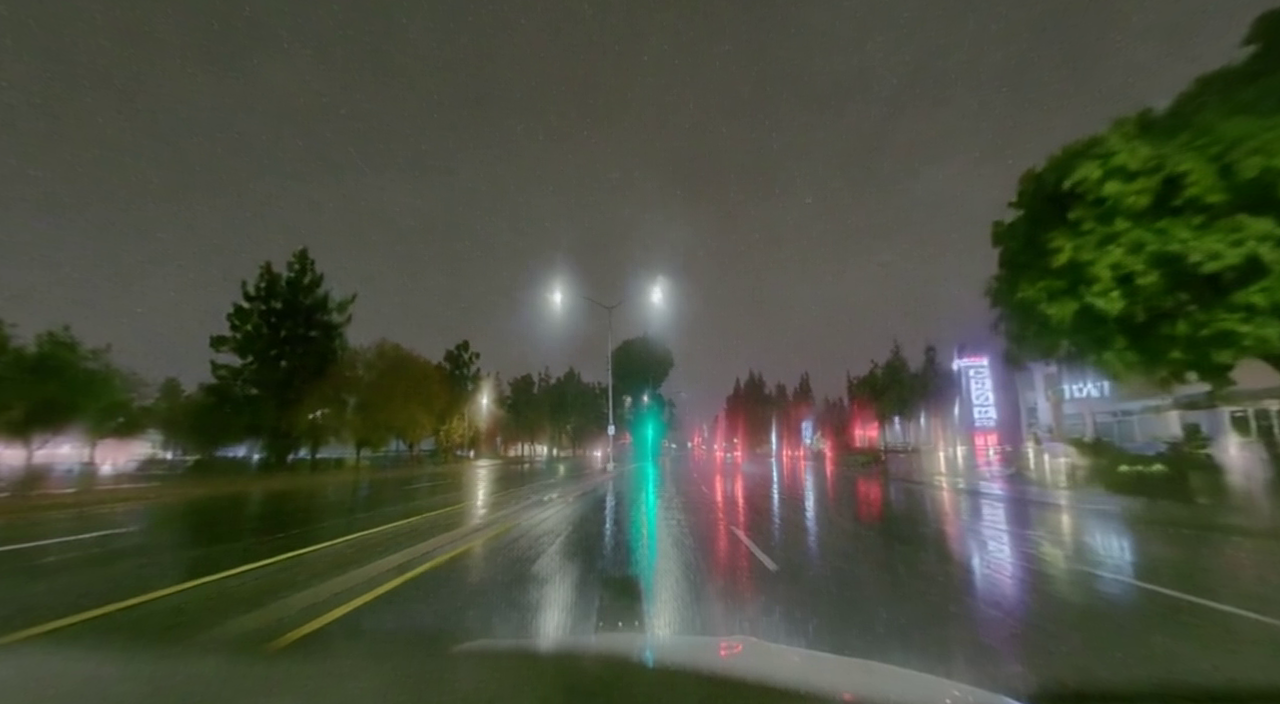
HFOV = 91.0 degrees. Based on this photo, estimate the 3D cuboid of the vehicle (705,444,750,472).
[{"bbox_3d":[4.854,5.948,35.597,2.015,1.479,4.444,0,-9,2],"label":"vehicle"}]
